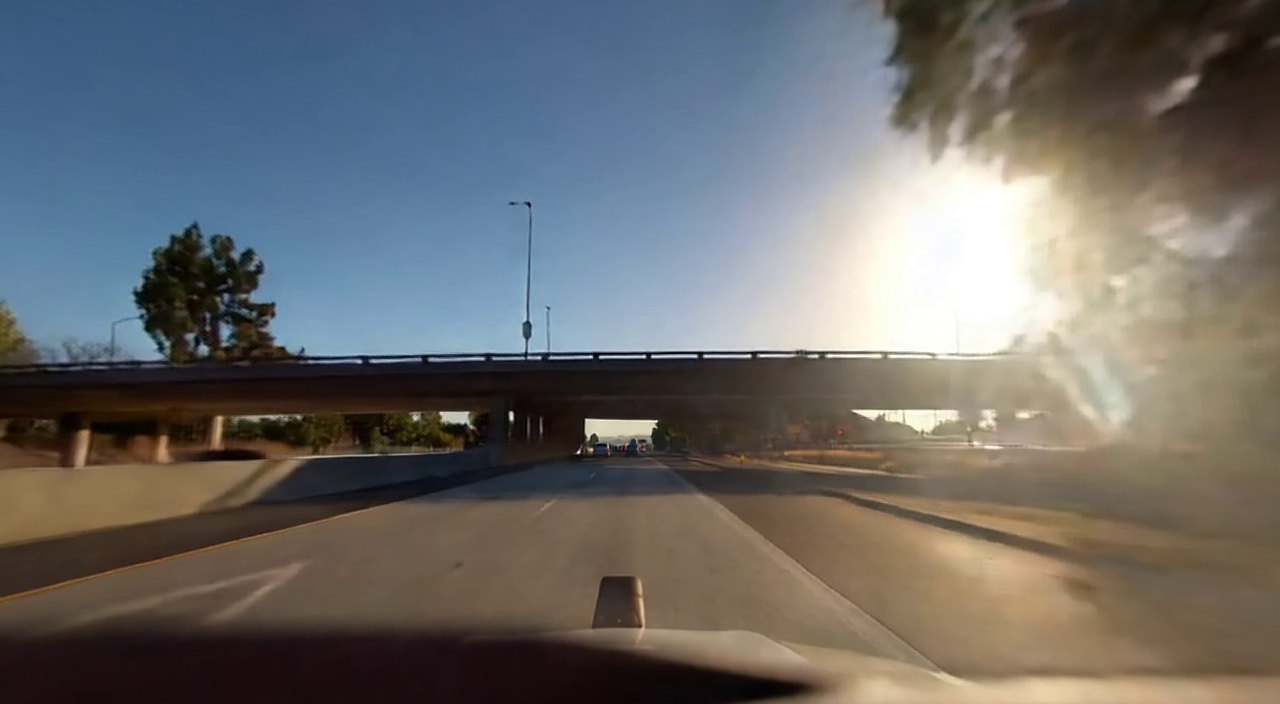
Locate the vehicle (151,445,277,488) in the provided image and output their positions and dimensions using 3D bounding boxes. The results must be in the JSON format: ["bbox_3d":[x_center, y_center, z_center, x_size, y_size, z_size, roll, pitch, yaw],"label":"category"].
[{"bbox_3d":[-17.513,4.709,26.322,2.005,1.616,4.669,0,-9,0],"label":"vehicle"}]
